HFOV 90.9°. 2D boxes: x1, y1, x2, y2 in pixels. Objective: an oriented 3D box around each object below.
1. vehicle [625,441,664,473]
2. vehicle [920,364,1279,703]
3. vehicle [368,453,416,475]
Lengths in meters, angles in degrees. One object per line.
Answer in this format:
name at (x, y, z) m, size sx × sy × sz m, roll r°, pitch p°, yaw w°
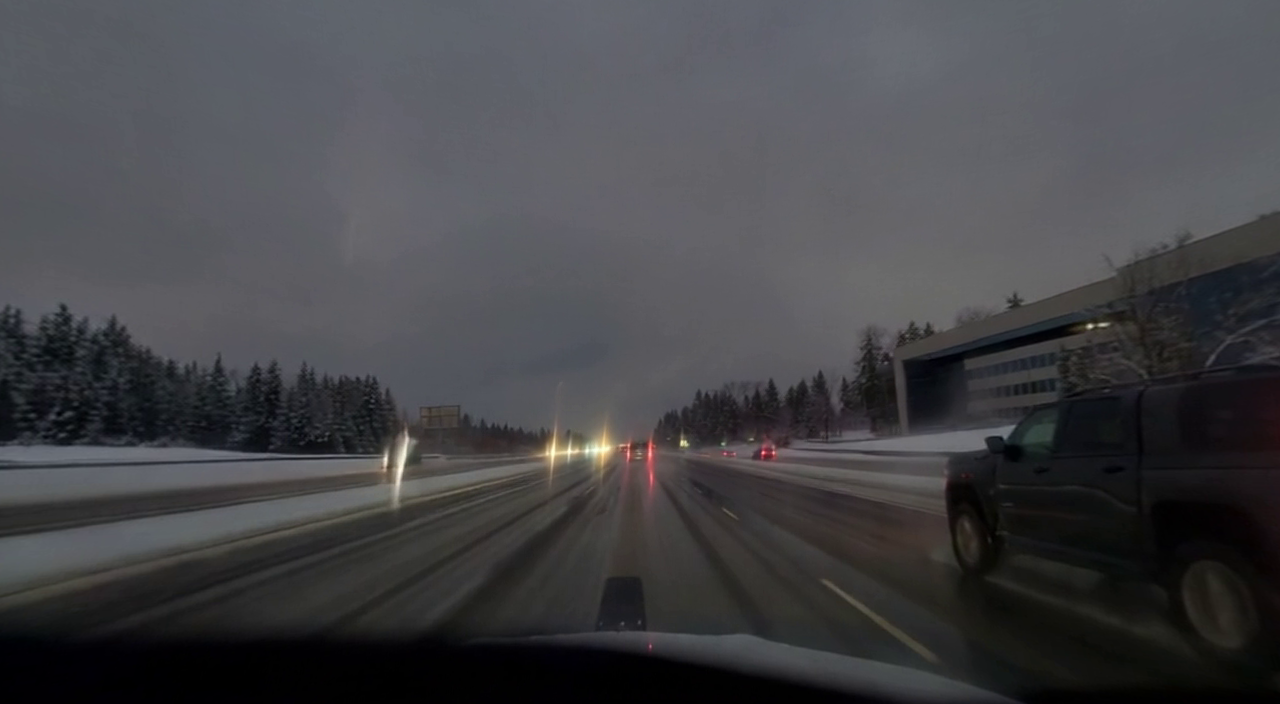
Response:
vehicle at (0.228, 5.808, 34.836) m, size 2.015 × 1.639 × 4.086 m, roll 0°, pitch -9°, yaw 0°
vehicle at (3.927, 1.041, 3.994) m, size 2.008 × 1.595 × 5.082 m, roll 0°, pitch -9°, yaw 1°
vehicle at (-19.545, 8.847, 49.922) m, size 1.884 × 1.642 × 4.551 m, roll 0°, pitch -9°, yaw 1°
